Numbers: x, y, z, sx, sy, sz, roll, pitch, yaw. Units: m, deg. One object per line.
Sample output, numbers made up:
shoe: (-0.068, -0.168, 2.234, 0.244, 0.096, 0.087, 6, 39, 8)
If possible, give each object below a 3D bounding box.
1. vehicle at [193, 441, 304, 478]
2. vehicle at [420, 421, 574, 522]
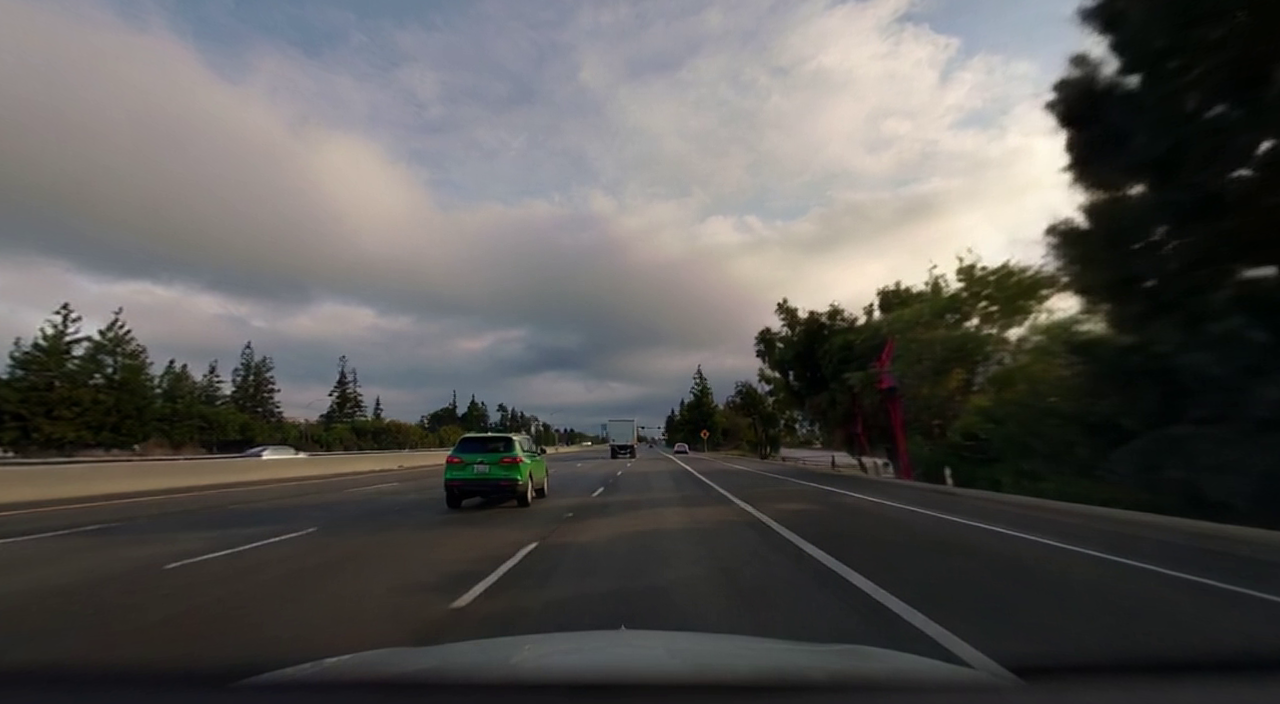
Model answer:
vehicle: (-17.546, 4.842, 28.540, 1.965, 1.503, 4.579, 1, -9, 1)
vehicle: (-2.752, 2.449, 13.346, 2.111, 1.742, 4.315, 0, -9, 2)
